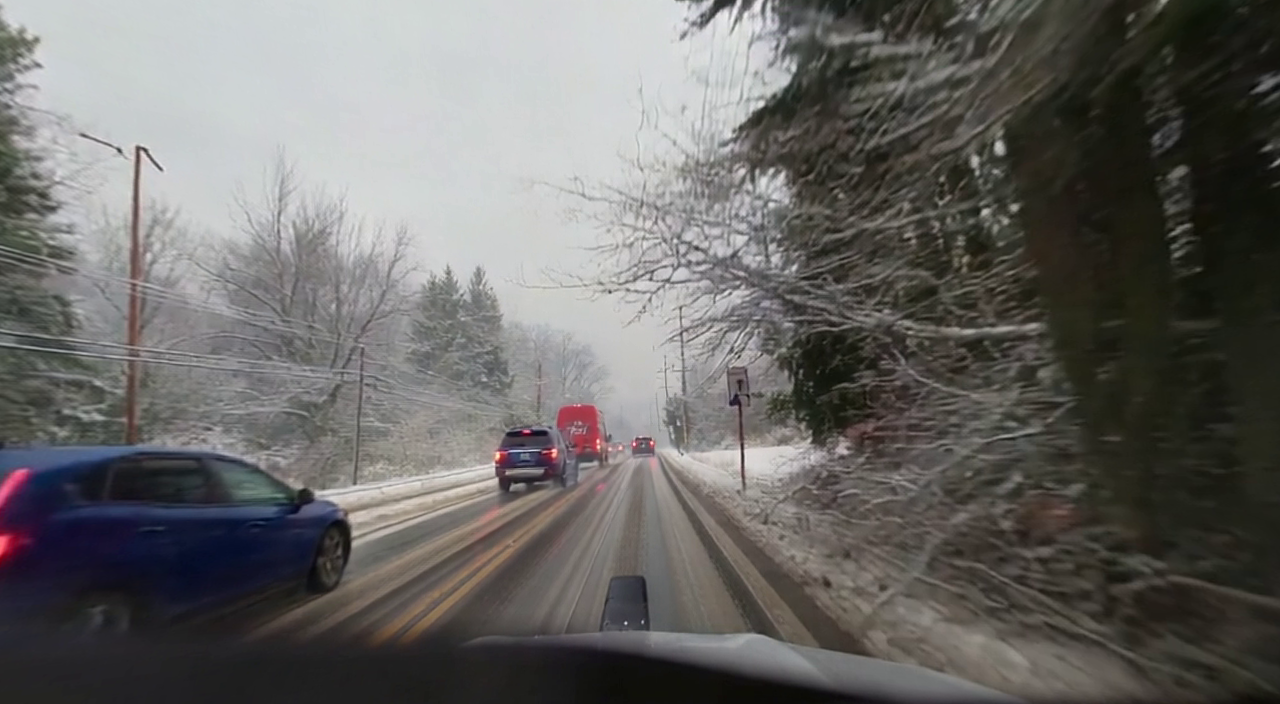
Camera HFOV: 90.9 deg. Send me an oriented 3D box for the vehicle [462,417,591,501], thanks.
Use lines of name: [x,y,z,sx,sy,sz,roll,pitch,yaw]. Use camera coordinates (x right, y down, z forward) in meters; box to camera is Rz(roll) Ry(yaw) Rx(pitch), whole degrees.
vehicle: [-2.702,2.747,16.626,2.187,1.821,5.501,-1,-8,2]

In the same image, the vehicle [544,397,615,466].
vehicle: [-2.973,4.327,33.767,2.818,3.181,9.114,-1,-8,1]

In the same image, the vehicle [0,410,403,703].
vehicle: [-3.269,1.139,3.582,1.966,1.466,4.699,-1,-8,1]
